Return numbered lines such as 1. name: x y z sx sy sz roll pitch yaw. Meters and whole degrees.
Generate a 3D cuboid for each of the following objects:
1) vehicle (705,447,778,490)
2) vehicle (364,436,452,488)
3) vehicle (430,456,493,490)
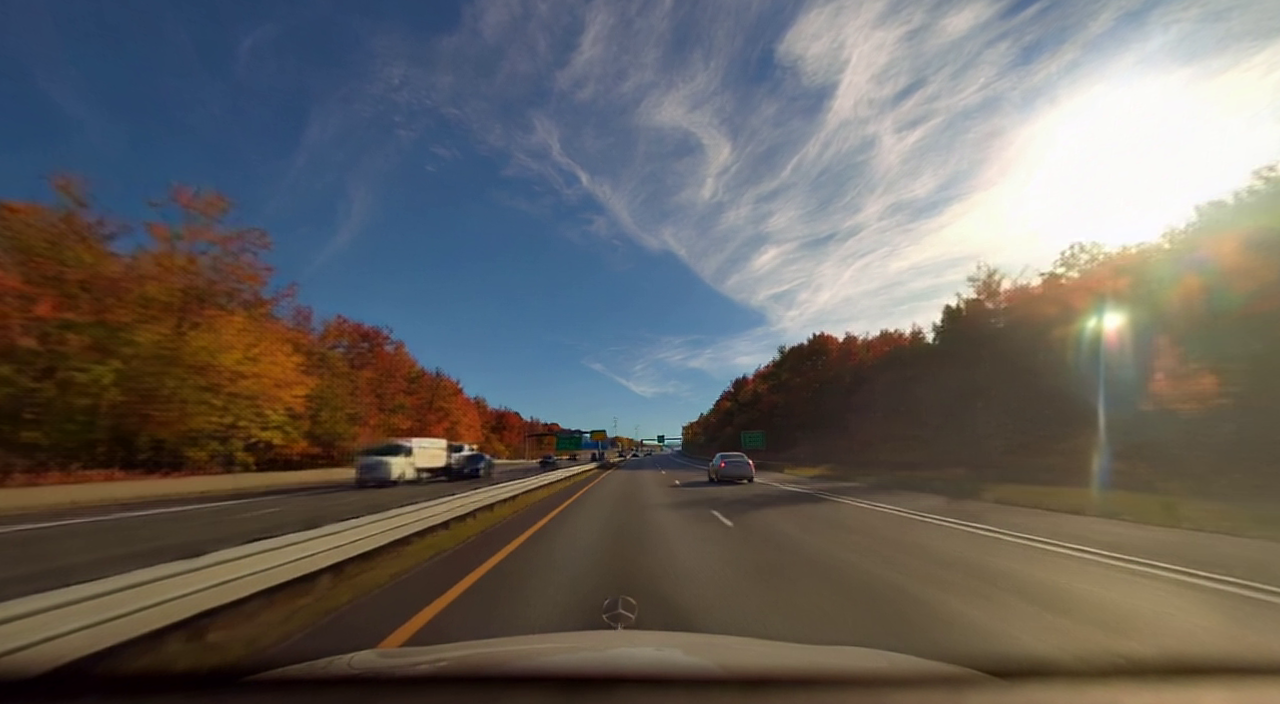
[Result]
1. vehicle: 3.974 4.640 25.400 2.070 1.546 4.648 0 -9 -1
2. vehicle: -13.060 6.245 36.024 2.302 2.673 7.335 0 -9 0
3. vehicle: -8.774 5.976 31.196 1.915 1.531 4.085 0 -9 0
